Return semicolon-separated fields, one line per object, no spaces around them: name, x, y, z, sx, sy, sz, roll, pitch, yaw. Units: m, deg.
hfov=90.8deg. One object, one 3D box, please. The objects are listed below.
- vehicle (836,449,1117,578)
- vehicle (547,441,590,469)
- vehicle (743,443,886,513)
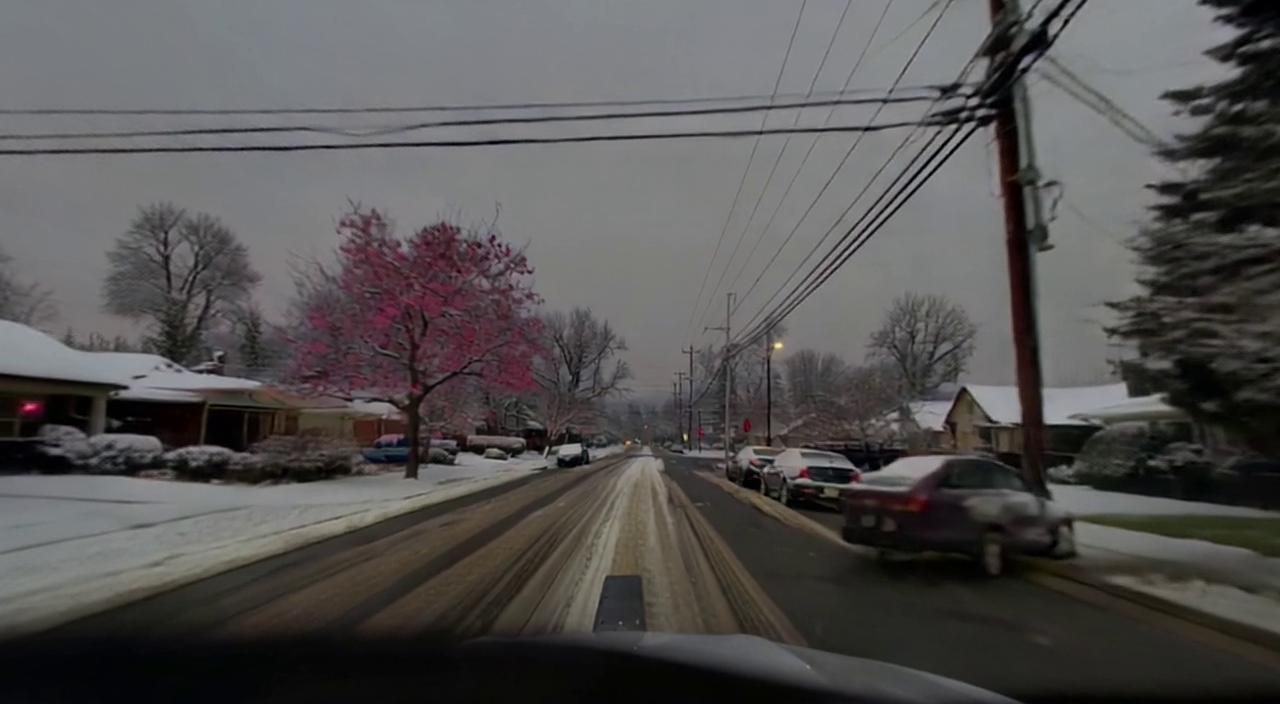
vehicle;5.233;2.216;9.599;4.526;1.449;2.075;7;-11;-39
vehicle;-4.274;6.235;38.534;1.938;1.508;4.481;0;-7;2
vehicle;4.171;3.077;16.066;2.006;1.489;4.753;1;-8;-4
